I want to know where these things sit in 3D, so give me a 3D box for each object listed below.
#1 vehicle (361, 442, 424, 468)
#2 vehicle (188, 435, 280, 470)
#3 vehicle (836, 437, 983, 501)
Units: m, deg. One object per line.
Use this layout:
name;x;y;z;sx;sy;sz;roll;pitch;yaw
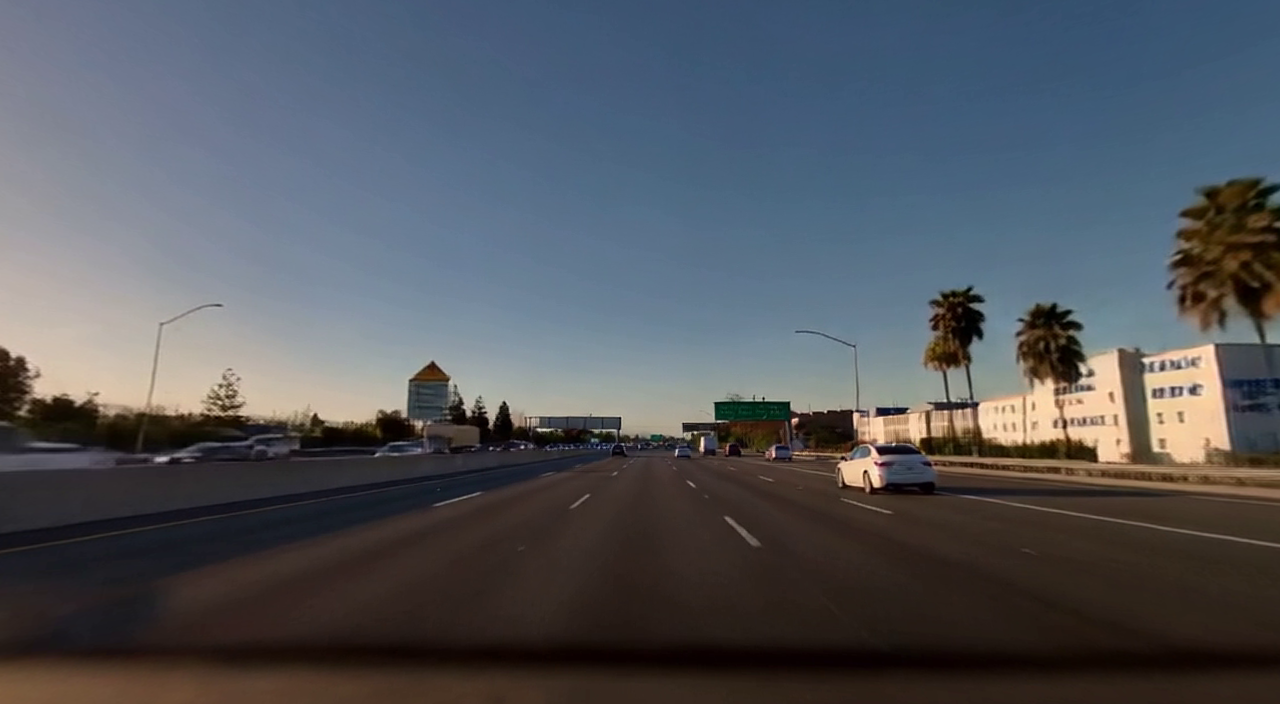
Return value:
vehicle;-14.946;6.243;38.344;1.886;1.458;4.457;0;-8;2
vehicle;-21.465;5.341;33.597;1.894;1.719;4.407;0;-8;1
vehicle;7.295;3.206;17.740;2.071;1.543;4.702;0;-8;0
